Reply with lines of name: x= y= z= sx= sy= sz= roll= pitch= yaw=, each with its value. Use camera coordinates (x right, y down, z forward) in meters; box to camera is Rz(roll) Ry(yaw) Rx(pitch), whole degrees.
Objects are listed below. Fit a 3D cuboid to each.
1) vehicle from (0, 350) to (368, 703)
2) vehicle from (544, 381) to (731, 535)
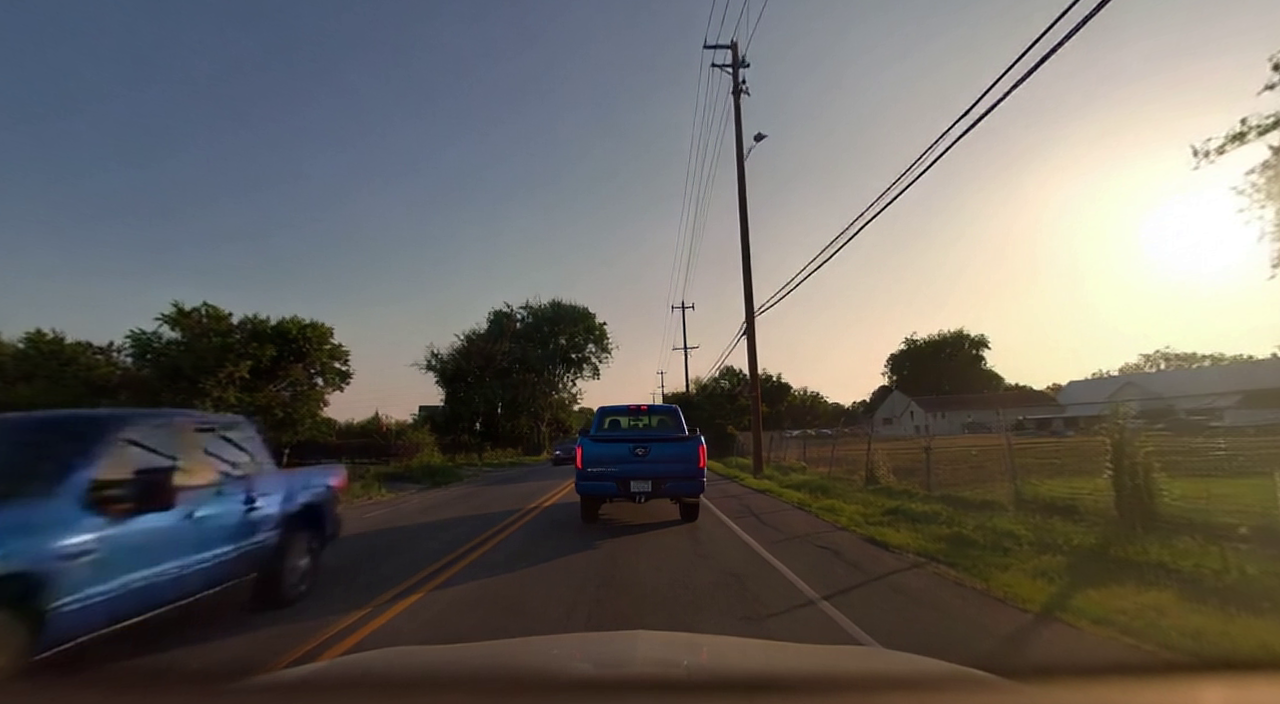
vehicle: x=-4.132 y=1.156 z=4.643 sx=2.193 sy=1.805 sz=4.657 roll=0 pitch=-8 yaw=0
vehicle: x=-0.081 y=1.962 z=12.161 sx=2.693 sy=2.223 sz=5.885 roll=0 pitch=-8 yaw=-1
